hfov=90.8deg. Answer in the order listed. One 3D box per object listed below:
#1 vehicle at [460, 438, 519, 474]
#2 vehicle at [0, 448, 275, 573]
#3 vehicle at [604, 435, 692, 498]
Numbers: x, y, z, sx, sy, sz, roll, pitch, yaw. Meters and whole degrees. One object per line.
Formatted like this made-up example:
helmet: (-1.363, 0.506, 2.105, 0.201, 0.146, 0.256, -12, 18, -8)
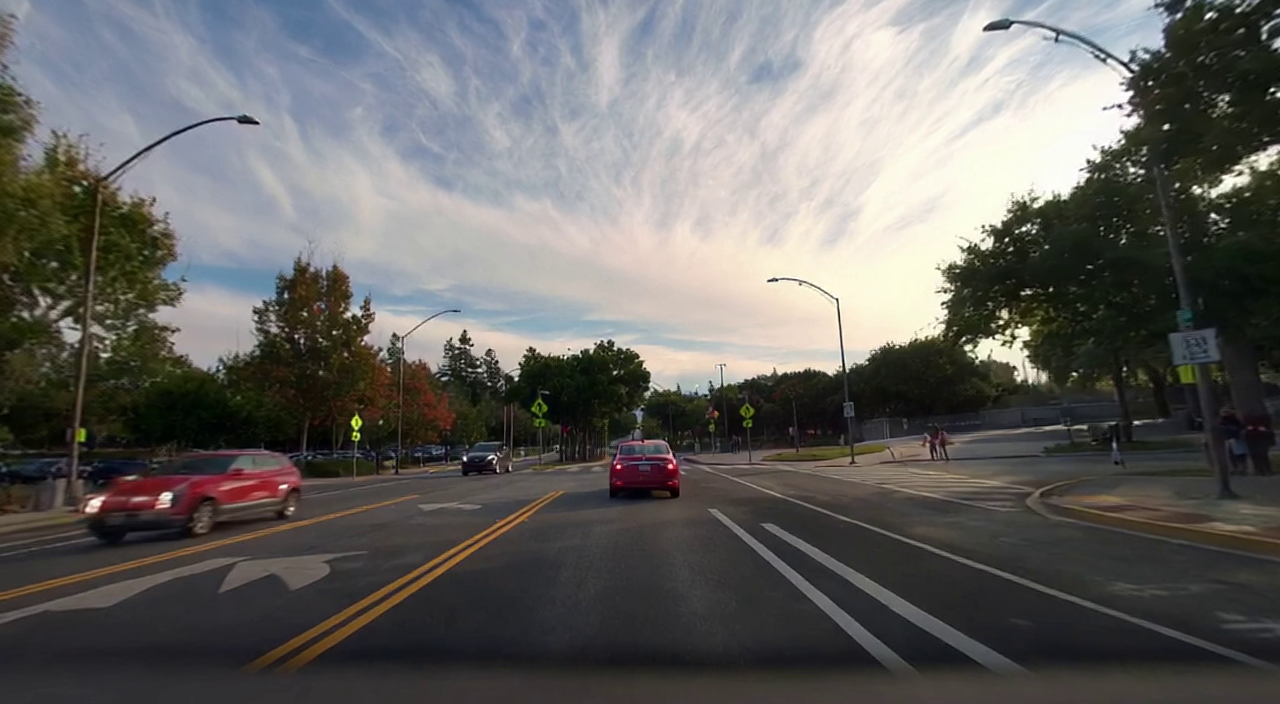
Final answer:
vehicle: (-8.600, 5.992, 36.582, 2.179, 1.933, 5.034, 0, -8, 0)
vehicle: (-8.262, 2.336, 10.230, 2.039, 1.532, 4.470, 0, -8, 0)
vehicle: (0.163, 3.210, 18.181, 2.221, 1.570, 4.398, 0, -8, -1)
